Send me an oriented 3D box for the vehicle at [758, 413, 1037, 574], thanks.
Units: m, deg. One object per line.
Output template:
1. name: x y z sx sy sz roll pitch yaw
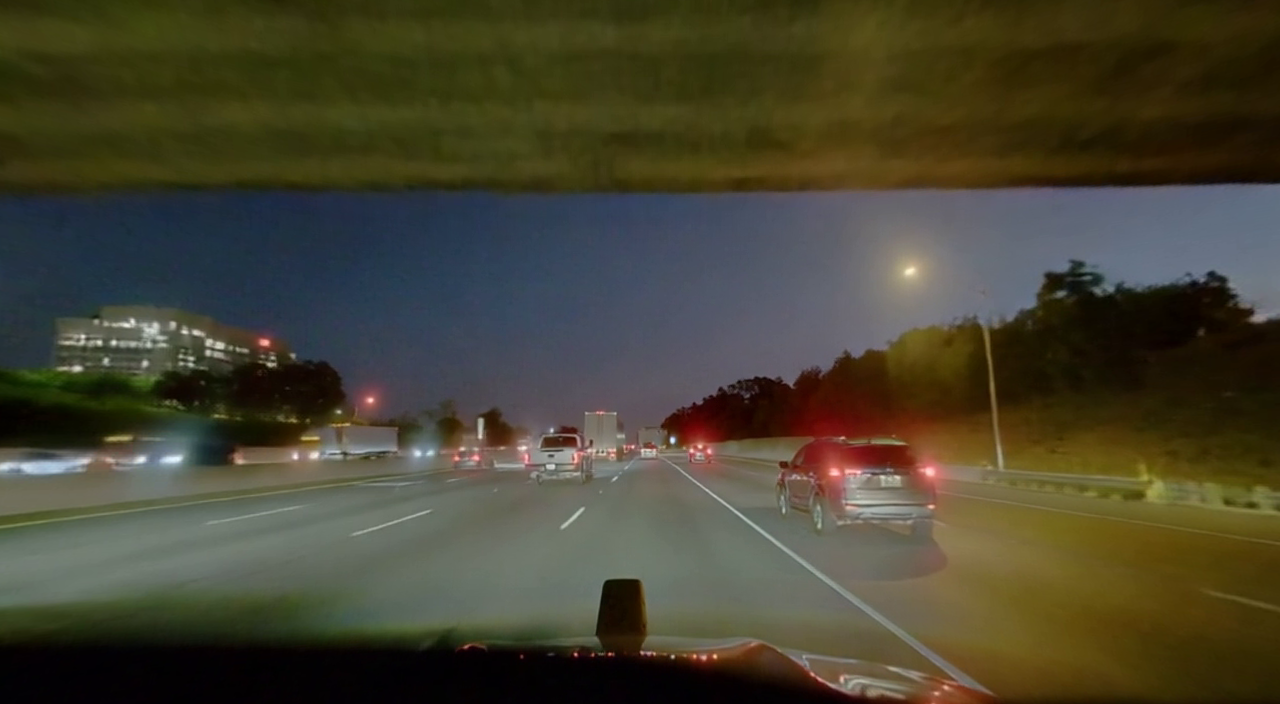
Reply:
1. vehicle: 3.117 1.816 8.854 2.028 1.658 4.334 0 -9 0

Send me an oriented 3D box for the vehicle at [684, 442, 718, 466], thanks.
1. vehicle: 4.494 7.602 46.963 2.026 1.661 3.865 0 -9 -1

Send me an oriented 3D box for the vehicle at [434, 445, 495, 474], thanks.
1. vehicle: -9.707 5.982 35.279 1.981 1.495 4.834 0 -9 1

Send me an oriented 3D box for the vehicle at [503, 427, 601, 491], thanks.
1. vehicle: -3.043 3.952 23.691 2.645 2.023 6.491 -1 -9 1

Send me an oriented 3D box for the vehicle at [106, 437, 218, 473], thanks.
1. vehicle: -21.393 4.626 28.447 2.145 1.512 3.656 0 -9 0
